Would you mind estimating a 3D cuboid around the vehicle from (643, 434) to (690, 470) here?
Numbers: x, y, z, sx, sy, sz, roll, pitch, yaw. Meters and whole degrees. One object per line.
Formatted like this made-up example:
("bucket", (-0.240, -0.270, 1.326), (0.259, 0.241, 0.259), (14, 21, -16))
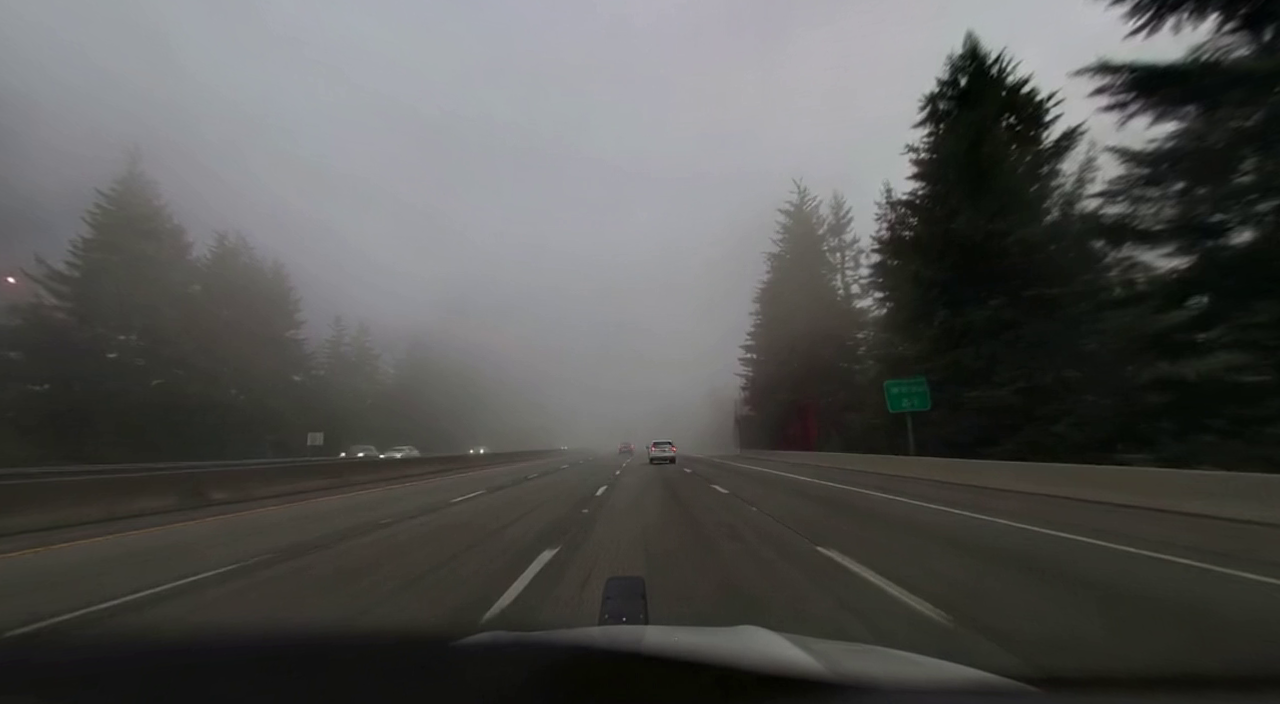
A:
("vehicle", (1.319, 5.294, 33.658), (2.260, 1.766, 4.348), (0, -8, -1))
